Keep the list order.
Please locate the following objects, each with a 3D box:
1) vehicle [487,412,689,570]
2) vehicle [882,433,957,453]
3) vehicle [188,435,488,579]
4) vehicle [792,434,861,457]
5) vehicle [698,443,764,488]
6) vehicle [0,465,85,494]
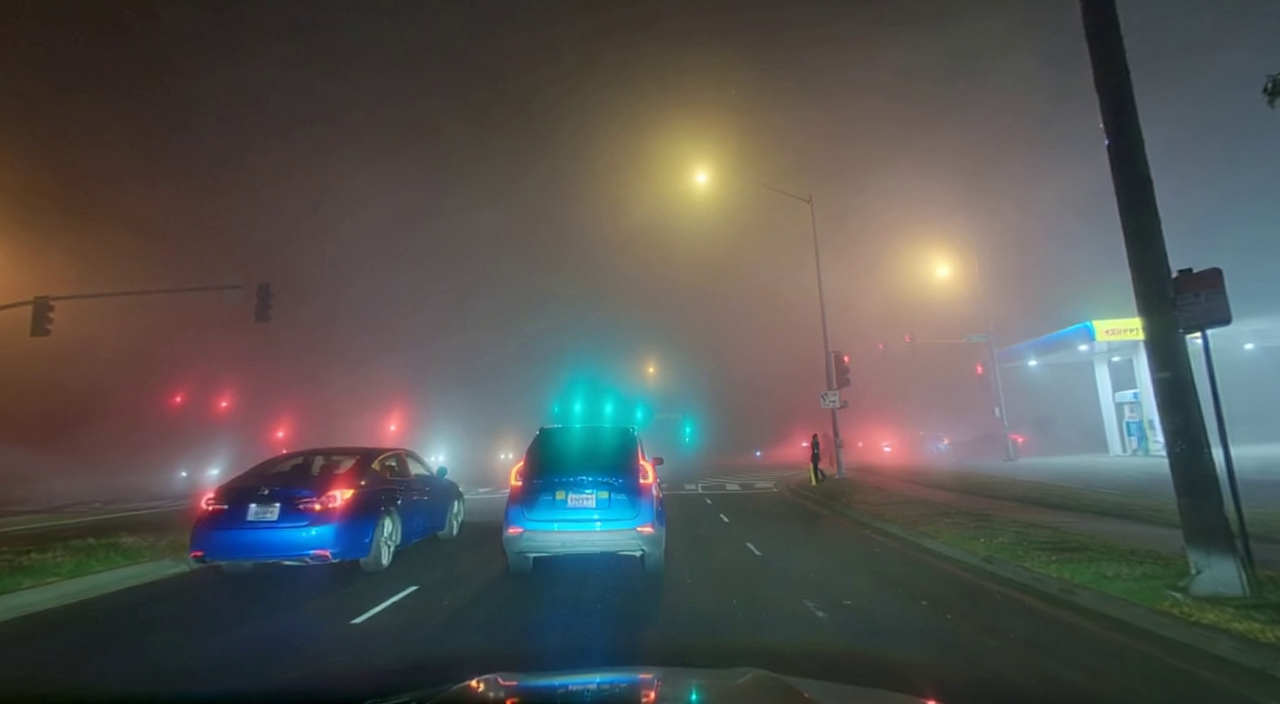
[{"bbox_3d":[-0.590,1.841,9.139,2.210,1.722,4.215,0,-8,0],"label":"vehicle"},{"bbox_3d":[20.725,6.758,46.991,4.700,1.417,1.789,0,-8,1],"label":"vehicle"},{"bbox_3d":[-3.714,1.953,8.864,2.003,1.492,4.291,0,-8,1],"label":"vehicle"},{"bbox_3d":[13.888,6.988,47.278,4.524,1.681,1.823,0,-8,0],"label":"vehicle"},{"bbox_3d":[3.214,4.069,23.099,1.976,1.462,4.342,-1,-8,3],"label":"vehicle"},{"bbox_3d":[-38.017,8.003,39.773,4.371,1.700,1.920,-1,-8,3],"label":"vehicle"}]
